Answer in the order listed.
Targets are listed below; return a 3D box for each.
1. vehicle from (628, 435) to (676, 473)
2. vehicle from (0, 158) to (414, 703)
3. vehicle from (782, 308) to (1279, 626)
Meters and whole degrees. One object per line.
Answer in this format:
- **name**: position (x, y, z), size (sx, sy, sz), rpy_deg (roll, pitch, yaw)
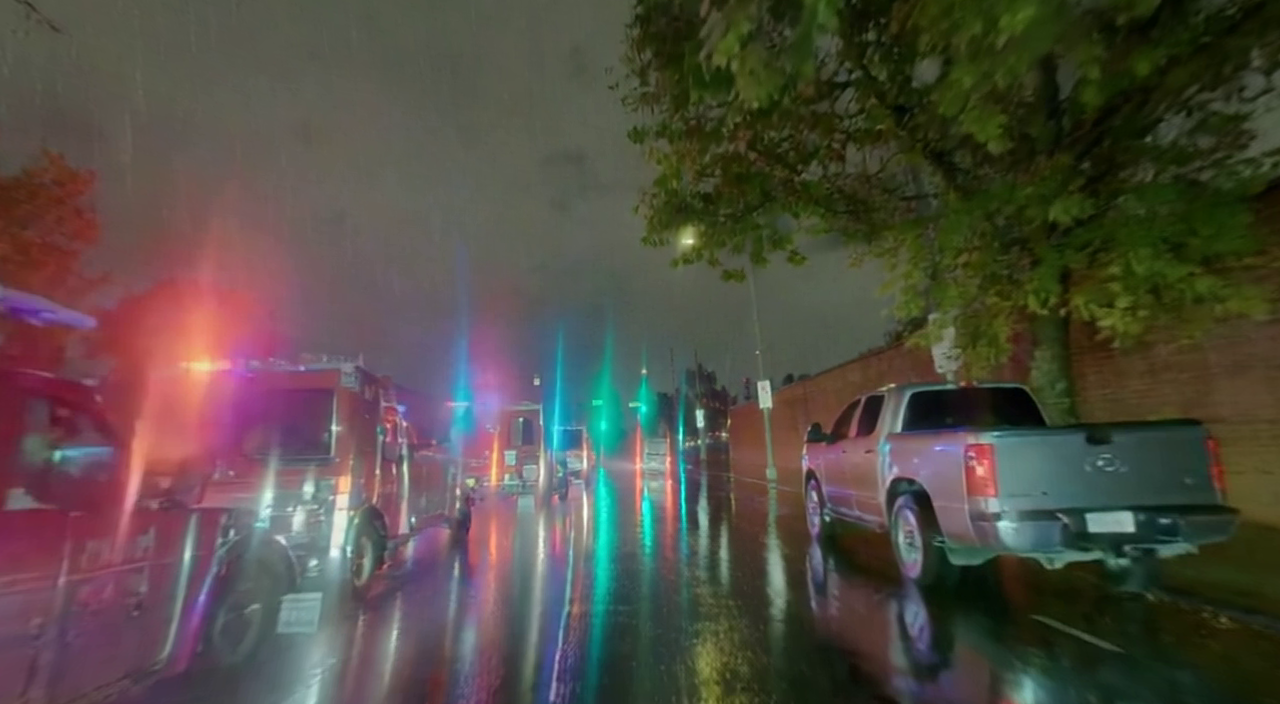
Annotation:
- **vehicle**: position (0.550, 5.410, 33.712), size (2.332, 1.831, 4.930), rpy_deg (0, -8, -2)
- **vehicle**: position (-2.798, 0.590, 1.816), size (2.458, 2.027, 4.831), rpy_deg (0, -9, 0)
- **vehicle**: position (4.027, 1.237, 7.523), size (3.411, 2.429, 5.271), rpy_deg (0, -9, 0)
